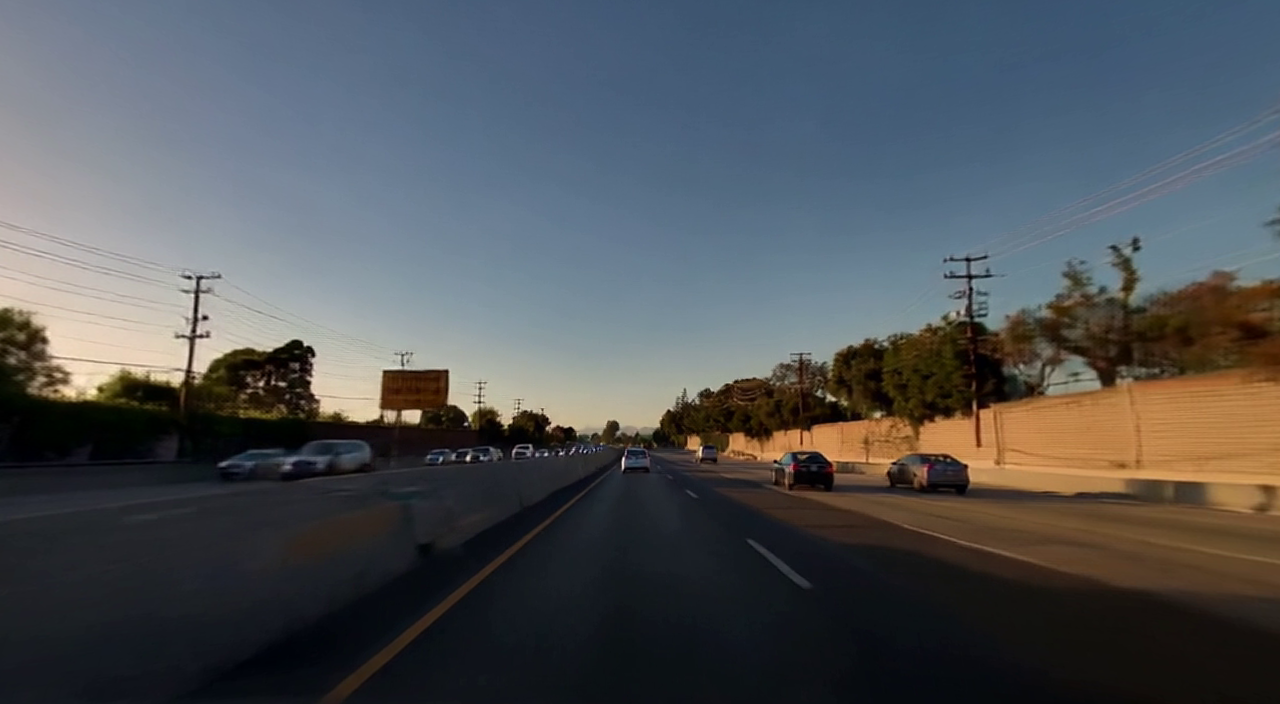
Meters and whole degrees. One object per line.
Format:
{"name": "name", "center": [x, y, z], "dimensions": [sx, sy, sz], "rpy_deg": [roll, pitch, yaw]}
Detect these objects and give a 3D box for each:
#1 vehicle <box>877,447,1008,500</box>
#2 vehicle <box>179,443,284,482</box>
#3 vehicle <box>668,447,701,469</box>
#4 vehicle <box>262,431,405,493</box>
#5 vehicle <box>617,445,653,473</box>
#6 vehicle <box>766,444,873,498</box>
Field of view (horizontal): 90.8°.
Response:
{"name": "vehicle", "center": [9.551, 3.841, 20.438], "dimensions": [1.969, 1.506, 4.422], "rpy_deg": [1, -9, -2]}
{"name": "vehicle", "center": [-20.514, 5.559, 32.045], "dimensions": [2.009, 1.788, 4.848], "rpy_deg": [0, -9, 1]}
{"name": "vehicle", "center": [3.089, 7.452, 44.655], "dimensions": [1.981, 1.480, 4.316], "rpy_deg": [0, -9, -1]}
{"name": "vehicle", "center": [-9.662, 3.501, 20.463], "dimensions": [2.359, 1.762, 4.575], "rpy_deg": [0, -9, -1]}
{"name": "vehicle", "center": [-0.289, 6.146, 36.627], "dimensions": [1.993, 1.506, 3.883], "rpy_deg": [0, -8, -1]}
{"name": "vehicle", "center": [5.537, 3.720, 20.223], "dimensions": [2.069, 1.520, 4.614], "rpy_deg": [0, -9, 0]}
